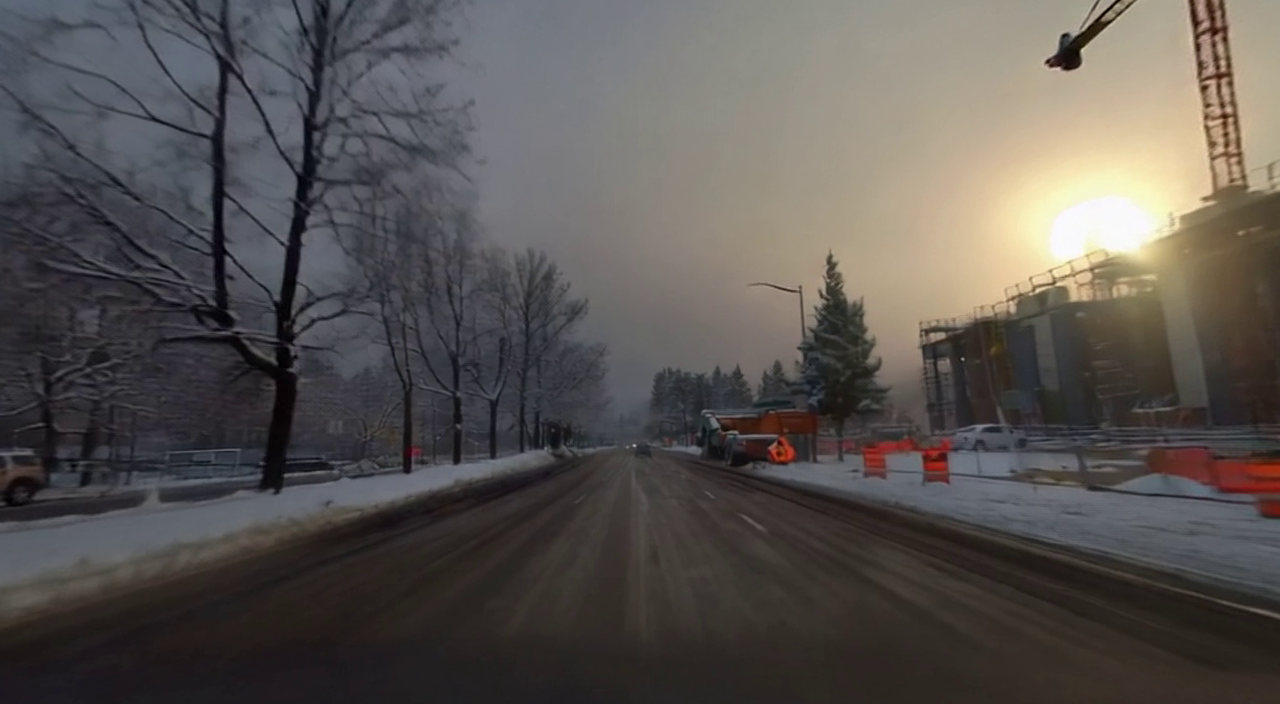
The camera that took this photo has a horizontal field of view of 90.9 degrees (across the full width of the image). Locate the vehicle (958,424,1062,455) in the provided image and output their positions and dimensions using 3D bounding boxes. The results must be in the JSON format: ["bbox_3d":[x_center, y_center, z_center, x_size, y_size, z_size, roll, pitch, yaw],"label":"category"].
[{"bbox_3d":[25.295,6.049,43.286,2.420,1.790,5.514,0,-8,-35],"label":"vehicle"}]

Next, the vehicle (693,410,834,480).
[{"bbox_3d":[5.746,4.552,31.053,3.060,2.963,7.552,3,-9,-23],"label":"vehicle"}]
